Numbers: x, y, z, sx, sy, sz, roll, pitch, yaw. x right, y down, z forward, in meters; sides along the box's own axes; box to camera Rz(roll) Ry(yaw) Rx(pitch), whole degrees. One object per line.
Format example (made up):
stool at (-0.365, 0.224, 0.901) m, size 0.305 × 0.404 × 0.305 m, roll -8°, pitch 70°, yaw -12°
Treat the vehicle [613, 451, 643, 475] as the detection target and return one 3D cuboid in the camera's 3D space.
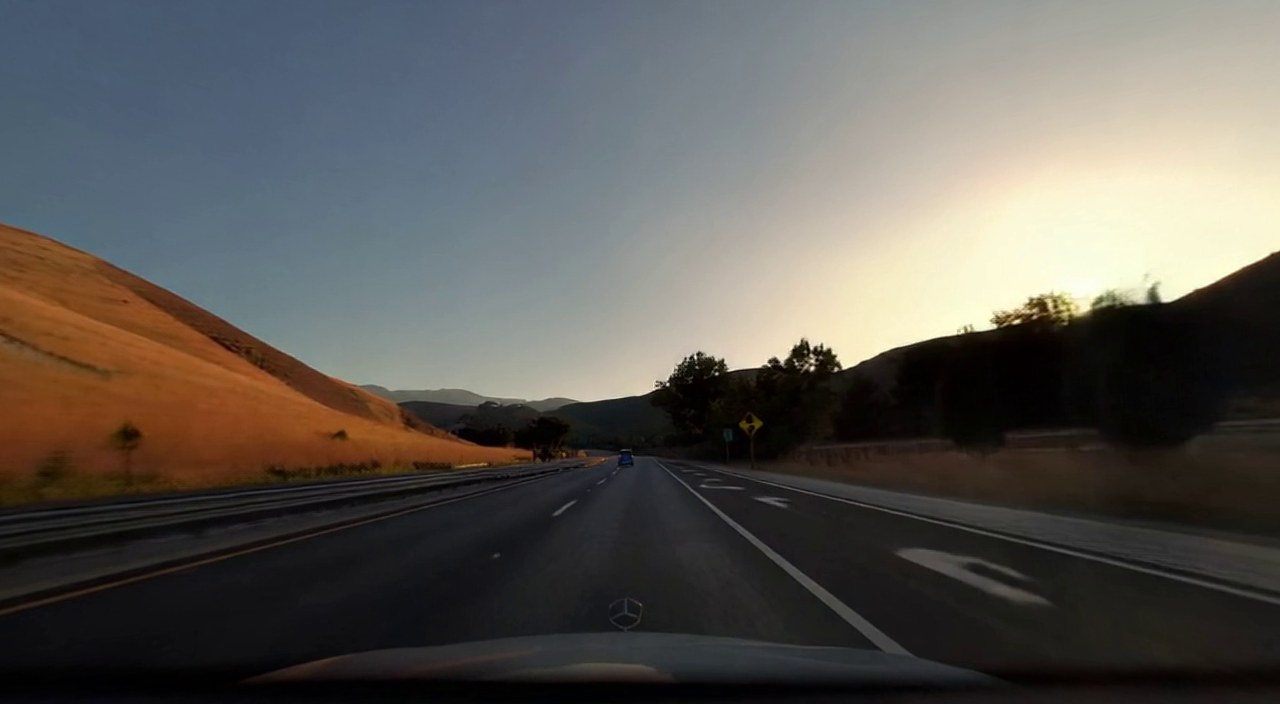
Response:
vehicle at (-0.863, 8.328, 47.569) m, size 2.053 × 1.647 × 4.252 m, roll 0°, pitch -9°, yaw 1°
